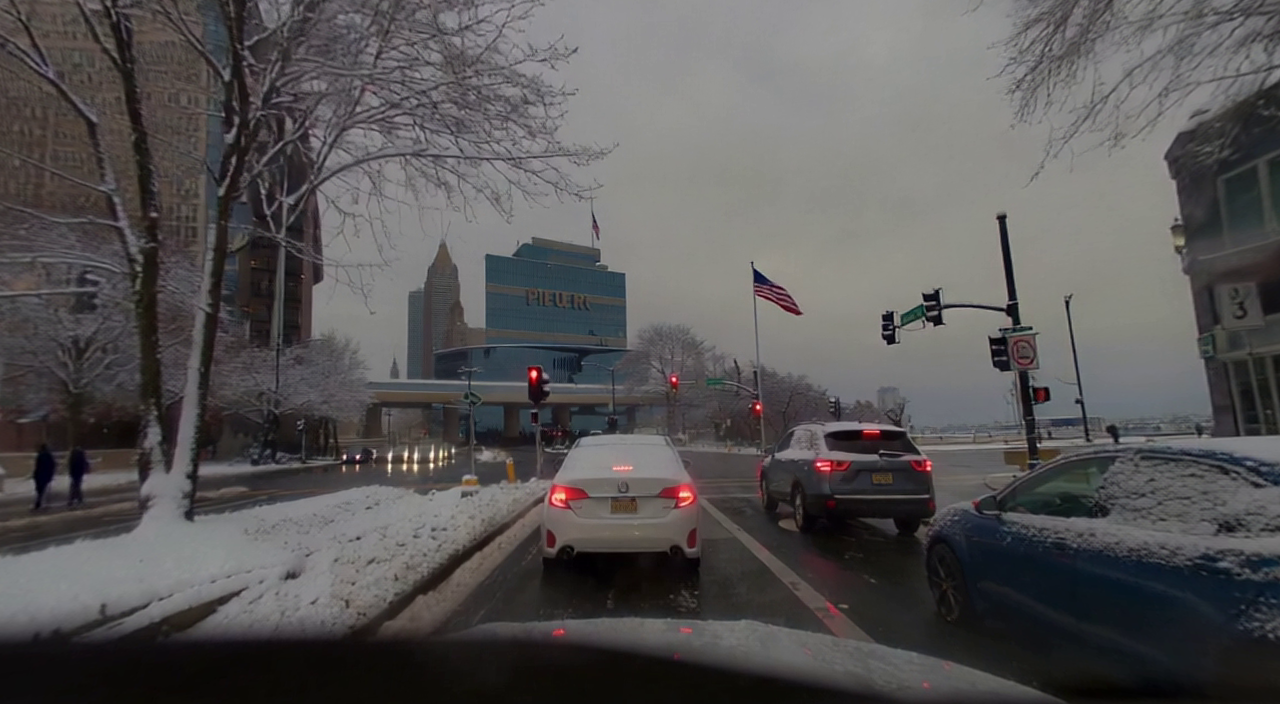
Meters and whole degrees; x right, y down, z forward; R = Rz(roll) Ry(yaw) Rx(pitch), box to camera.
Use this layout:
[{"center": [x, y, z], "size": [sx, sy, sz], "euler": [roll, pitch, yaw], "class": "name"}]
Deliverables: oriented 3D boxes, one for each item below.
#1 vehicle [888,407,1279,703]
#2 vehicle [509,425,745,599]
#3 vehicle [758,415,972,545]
[{"center": [3.373, 1.180, 3.986], "size": [1.833, 1.465, 4.258], "euler": [0, -8, -1], "class": "vehicle"}, {"center": [-0.116, 1.701, 7.553], "size": [2.096, 1.521, 3.747], "euler": [0, -8, 0], "class": "vehicle"}, {"center": [3.492, 2.082, 10.929], "size": [1.978, 1.738, 4.599], "euler": [0, -8, 0], "class": "vehicle"}]
